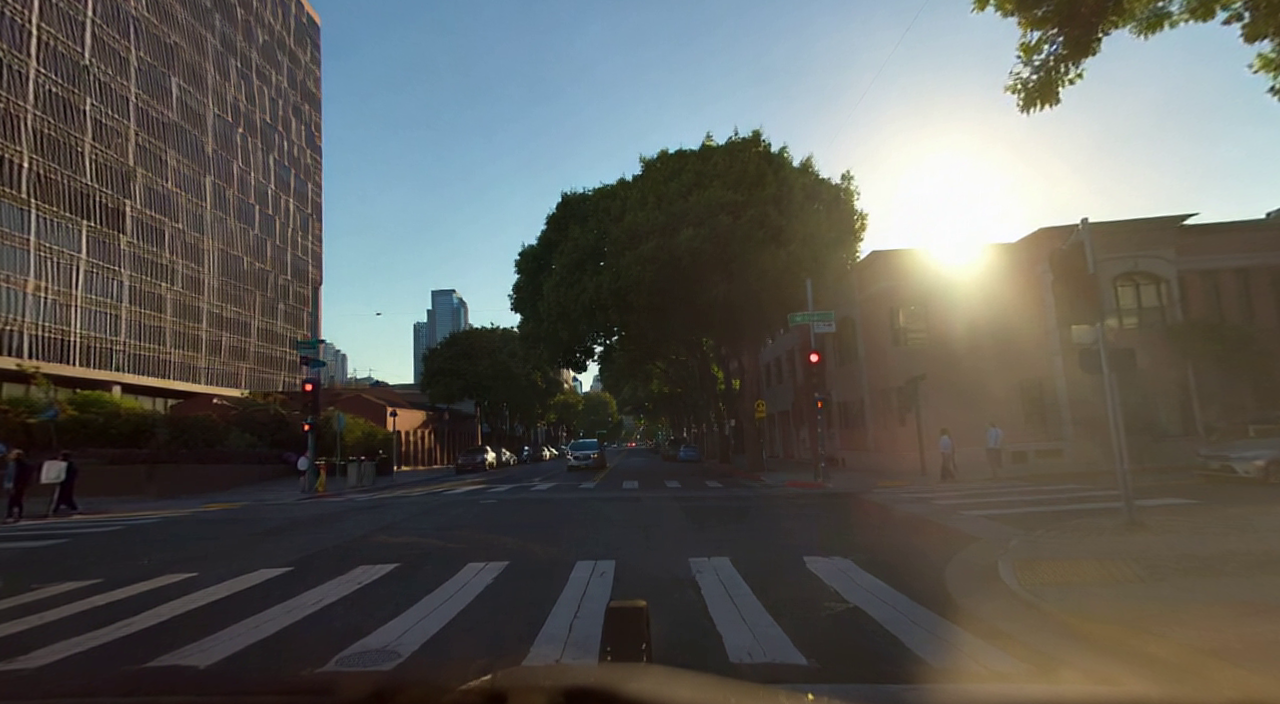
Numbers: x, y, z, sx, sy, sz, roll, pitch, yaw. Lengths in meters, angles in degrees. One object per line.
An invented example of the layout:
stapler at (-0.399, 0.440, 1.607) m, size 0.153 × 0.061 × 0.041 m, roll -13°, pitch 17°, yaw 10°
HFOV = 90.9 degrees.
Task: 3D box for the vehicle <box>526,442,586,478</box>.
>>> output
vehicle at (-3.670, 4.817, 28.454) m, size 1.989 × 1.481 × 4.500 m, roll 0°, pitch -8°, yaw 1°

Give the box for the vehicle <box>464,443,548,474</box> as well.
vehicle at (-8.024, 6.365, 38.017) m, size 1.963 × 1.726 × 4.526 m, roll -8°, pitch -12°, yaw 44°

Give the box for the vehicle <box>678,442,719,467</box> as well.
vehicle at (3.540, 6.283, 38.866) m, size 1.853 × 1.426 × 4.160 m, roll 1°, pitch -8°, yaw -3°
